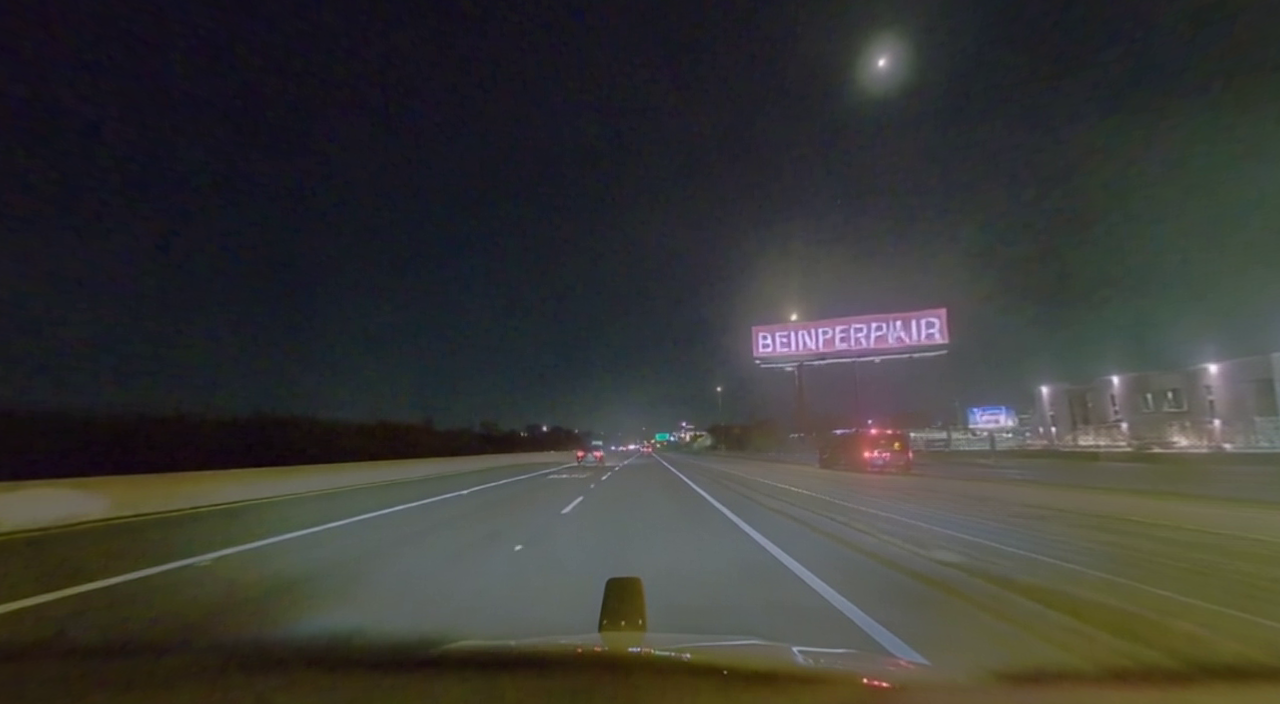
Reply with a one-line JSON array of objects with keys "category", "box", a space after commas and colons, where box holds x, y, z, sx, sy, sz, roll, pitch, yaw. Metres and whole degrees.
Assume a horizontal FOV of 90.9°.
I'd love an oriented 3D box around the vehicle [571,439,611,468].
[{"category": "vehicle", "box": [-3.242, 6.871, 42.838, 2.159, 1.793, 5.027, -1, -9, 1]}]
